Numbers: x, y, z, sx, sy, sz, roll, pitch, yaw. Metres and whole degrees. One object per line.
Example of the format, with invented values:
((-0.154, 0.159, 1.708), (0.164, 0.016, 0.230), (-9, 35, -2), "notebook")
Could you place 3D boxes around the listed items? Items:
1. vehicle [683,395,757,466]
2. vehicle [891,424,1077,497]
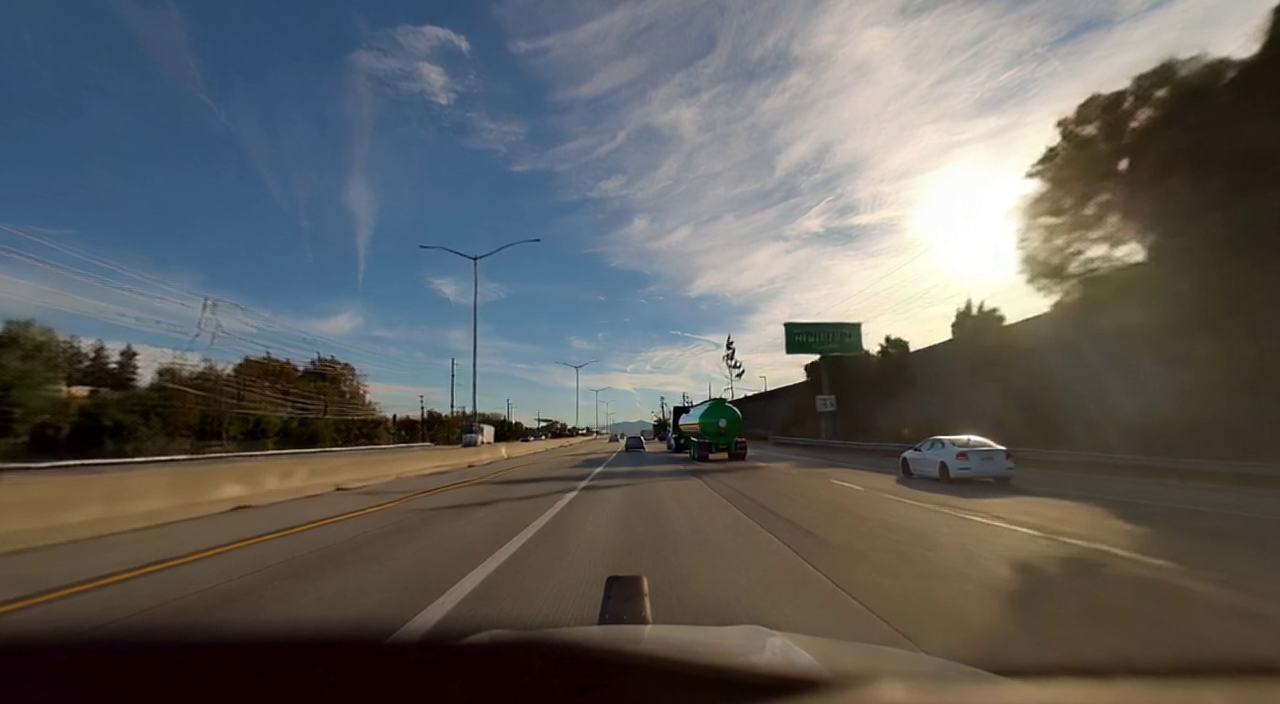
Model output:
((3.863, 4.121, 32.485), (2.791, 3.179, 8.074), (-1, -8, 0), "vehicle")
((7.949, 2.551, 15.219), (1.905, 1.480, 4.624), (0, -8, 0), "vehicle")
